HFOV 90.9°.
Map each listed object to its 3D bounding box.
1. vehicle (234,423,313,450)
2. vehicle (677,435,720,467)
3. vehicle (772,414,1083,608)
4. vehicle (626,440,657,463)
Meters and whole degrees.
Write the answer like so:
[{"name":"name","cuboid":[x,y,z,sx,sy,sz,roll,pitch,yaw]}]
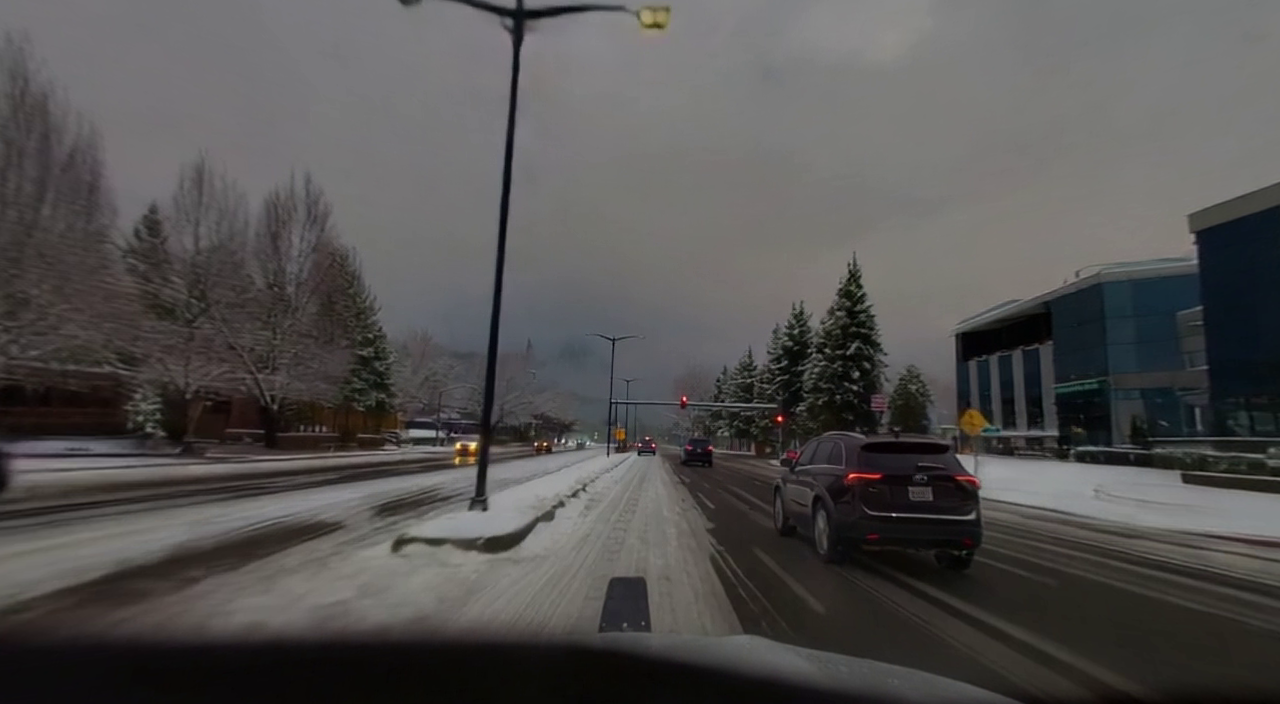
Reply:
[{"name":"vehicle","cuboid":[-26.740,6.234,46.253,2.149,1.809,5.973,1,-9,0]},{"name":"vehicle","cuboid":[3.567,6.104,39.121,2.154,1.844,4.634,0,-8,-1]},{"name":"vehicle","cuboid":[2.969,1.696,7.592,1.901,1.634,3.896,2,-8,0]},{"name":"vehicle","cuboid":[0.084,6.670,42.459,1.991,1.477,3.814,0,-8,1]}]
